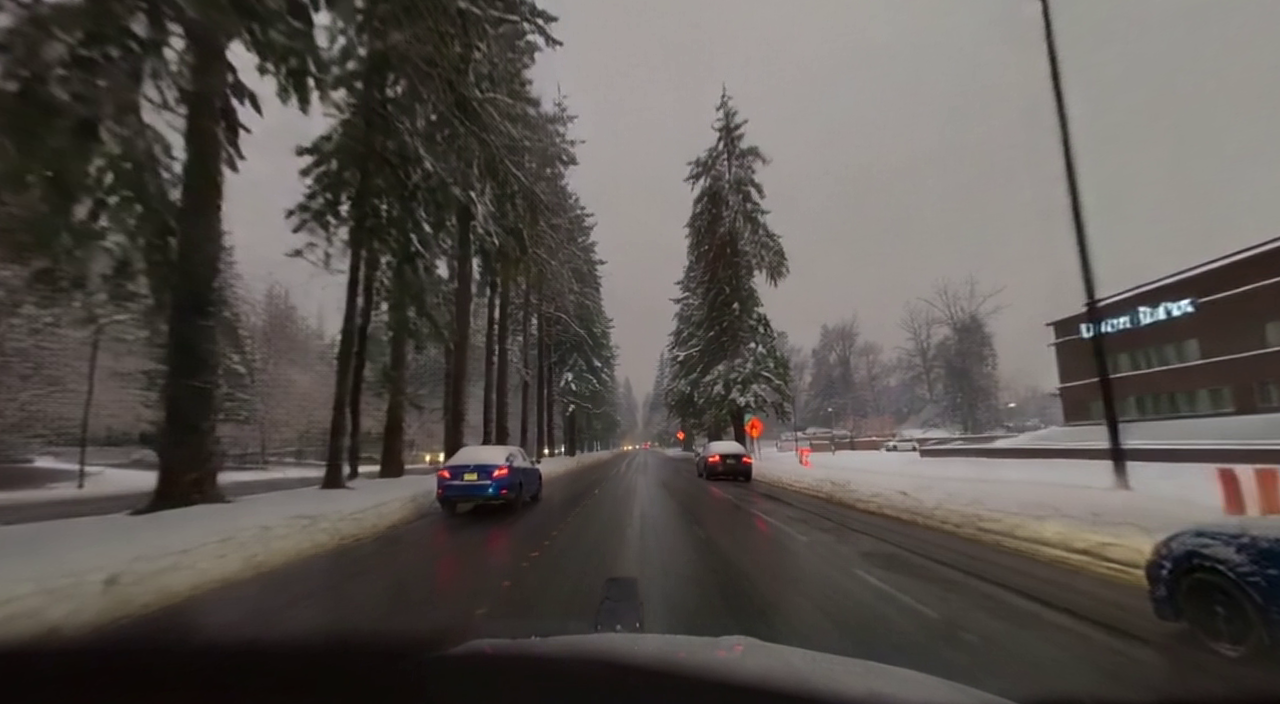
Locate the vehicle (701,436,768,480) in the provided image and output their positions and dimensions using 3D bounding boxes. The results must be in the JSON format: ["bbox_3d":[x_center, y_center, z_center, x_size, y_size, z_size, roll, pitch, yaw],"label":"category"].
[{"bbox_3d":[4.122,4.730,28.451,2.159,1.793,4.735,0,-9,-1],"label":"vehicle"}]

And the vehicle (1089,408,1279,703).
[{"bbox_3d":[4.068,0.926,2.463,1.827,1.491,3.743,0,-9,0],"label":"vehicle"}]

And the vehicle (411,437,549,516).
[{"bbox_3d":[-3.337,2.687,14.095,2.020,1.474,4.098,0,-9,0],"label":"vehicle"}]
